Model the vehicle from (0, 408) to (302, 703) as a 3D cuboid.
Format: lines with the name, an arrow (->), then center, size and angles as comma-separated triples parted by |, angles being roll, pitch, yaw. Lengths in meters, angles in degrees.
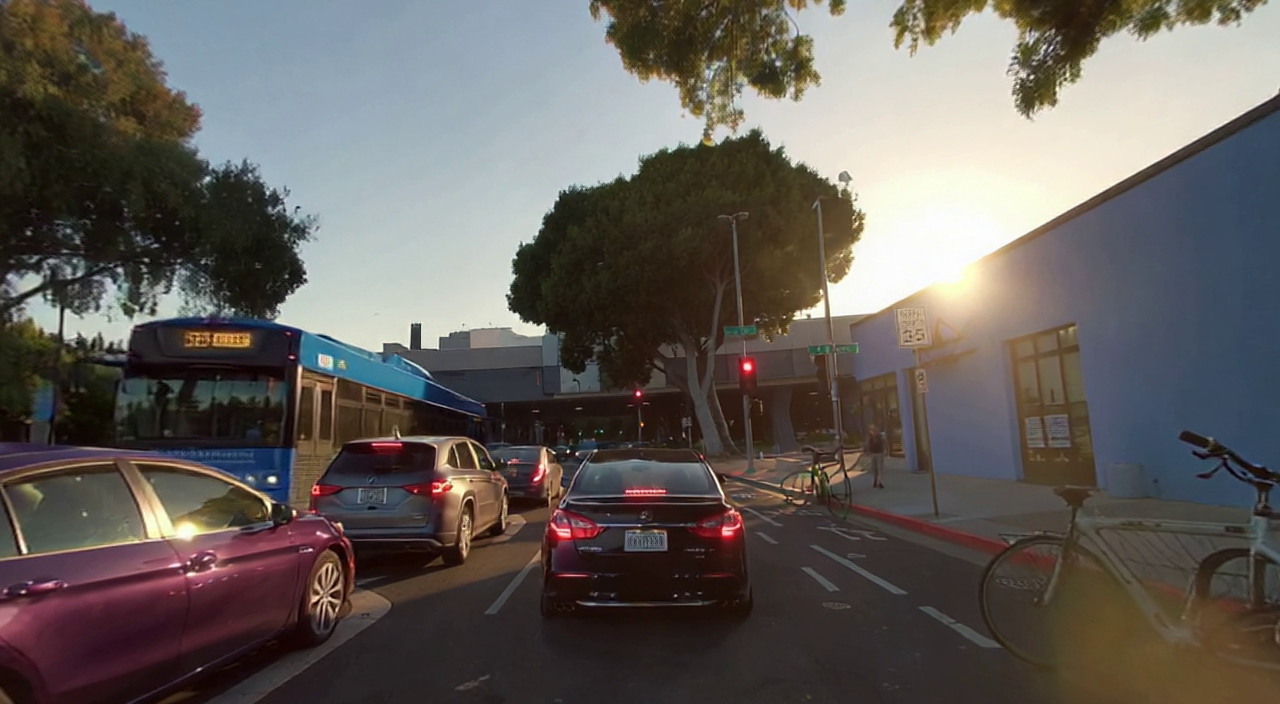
vehicle -> -3.167, 0.880, 1.749 | 1.867, 1.486, 4.452 | 0, -8, 2

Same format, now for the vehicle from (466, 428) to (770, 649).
vehicle -> -0.136, 1.528, 6.174 | 2.031, 1.461, 3.763 | 0, -8, 0

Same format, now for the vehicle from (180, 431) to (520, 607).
vehicle -> -2.917, 1.754, 7.652 | 1.944, 1.481, 4.385 | 0, -8, 1
